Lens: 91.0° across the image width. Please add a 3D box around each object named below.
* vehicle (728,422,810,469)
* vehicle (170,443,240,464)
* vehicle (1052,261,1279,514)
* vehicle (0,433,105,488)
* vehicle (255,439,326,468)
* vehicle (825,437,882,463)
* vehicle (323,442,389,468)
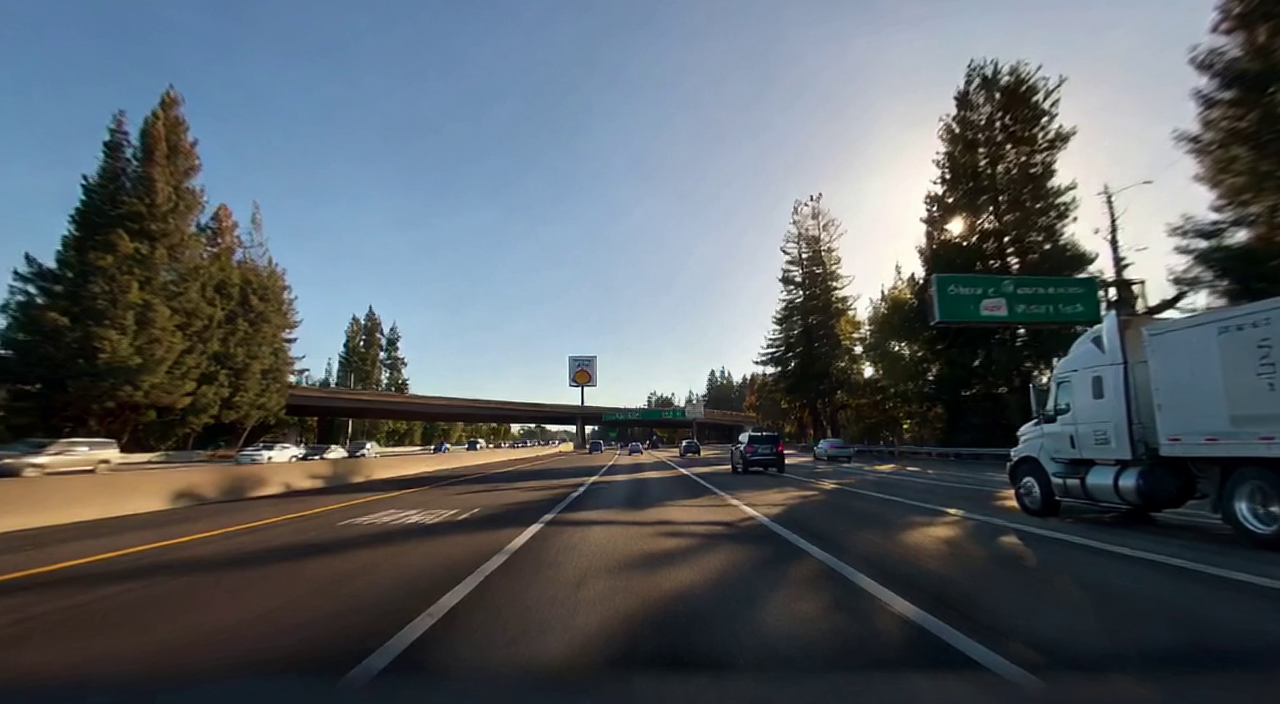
[{"bbox_3d":[6.963,5.234,35.340,2.779,2.339,8.073,0,-8,-1],"label":"vehicle"},{"bbox_3d":[-32.196,7.511,46.805,1.865,1.476,4.727,0,-8,-1],"label":"vehicle"},{"bbox_3d":[11.108,0.569,9.730,3.015,3.760,9.287,0,-8,-1],"label":"vehicle"},{"bbox_3d":[-21.212,3.660,21.397,2.000,1.705,4.631,0,-8,-1],"label":"vehicle"},{"bbox_3d":[-21.456,6.210,38.837,1.821,1.658,4.405,0,-8,-1],"label":"vehicle"},{"bbox_3d":[13.954,6.436,41.491,2.072,1.611,4.387,0,-8,-2],"label":"vehicle"},{"bbox_3d":[-17.060,6.210,38.085,1.948,1.443,4.522,0,-8,-1],"label":"vehicle"}]
